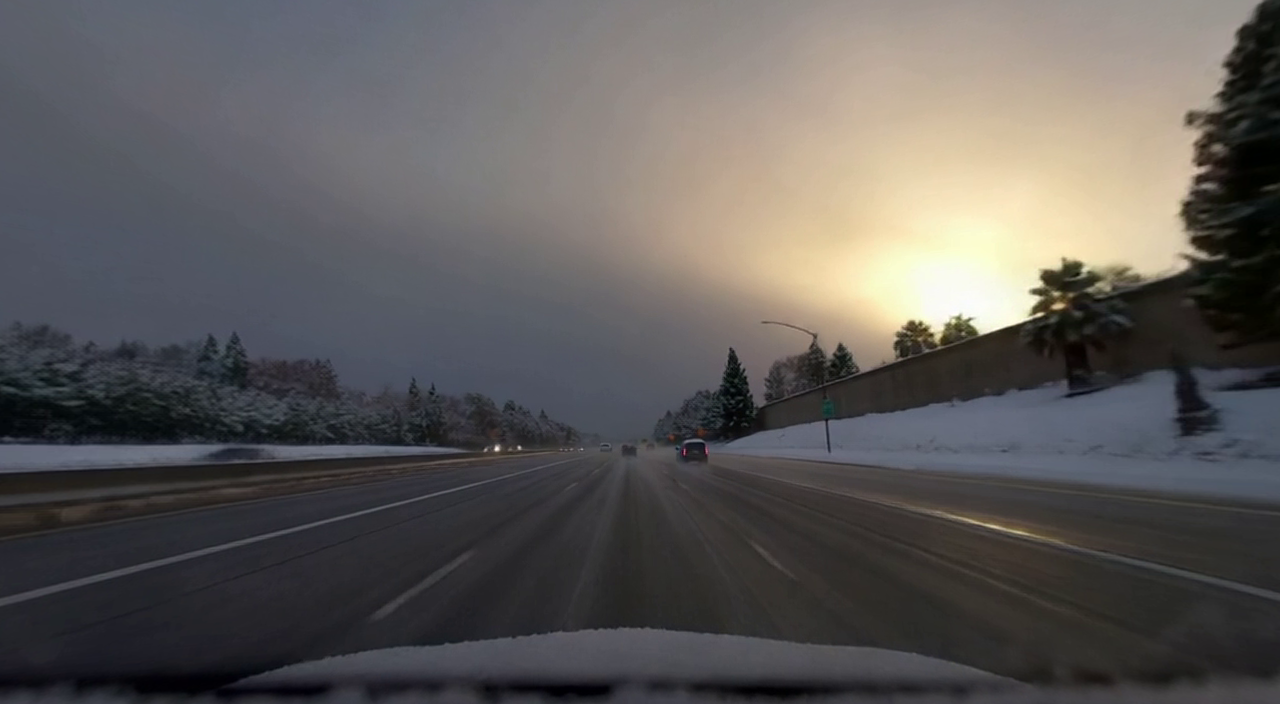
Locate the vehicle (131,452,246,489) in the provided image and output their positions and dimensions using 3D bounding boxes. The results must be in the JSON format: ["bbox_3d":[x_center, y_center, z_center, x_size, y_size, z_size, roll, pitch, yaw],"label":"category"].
[{"bbox_3d":[-19.710,5.154,27.829,1.851,1.458,4.336,0,-9,0],"label":"vehicle"}]

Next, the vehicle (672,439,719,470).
[{"bbox_3d":[3.115,5.857,36.273,2.130,1.677,4.317,0,-9,-2],"label":"vehicle"}]
